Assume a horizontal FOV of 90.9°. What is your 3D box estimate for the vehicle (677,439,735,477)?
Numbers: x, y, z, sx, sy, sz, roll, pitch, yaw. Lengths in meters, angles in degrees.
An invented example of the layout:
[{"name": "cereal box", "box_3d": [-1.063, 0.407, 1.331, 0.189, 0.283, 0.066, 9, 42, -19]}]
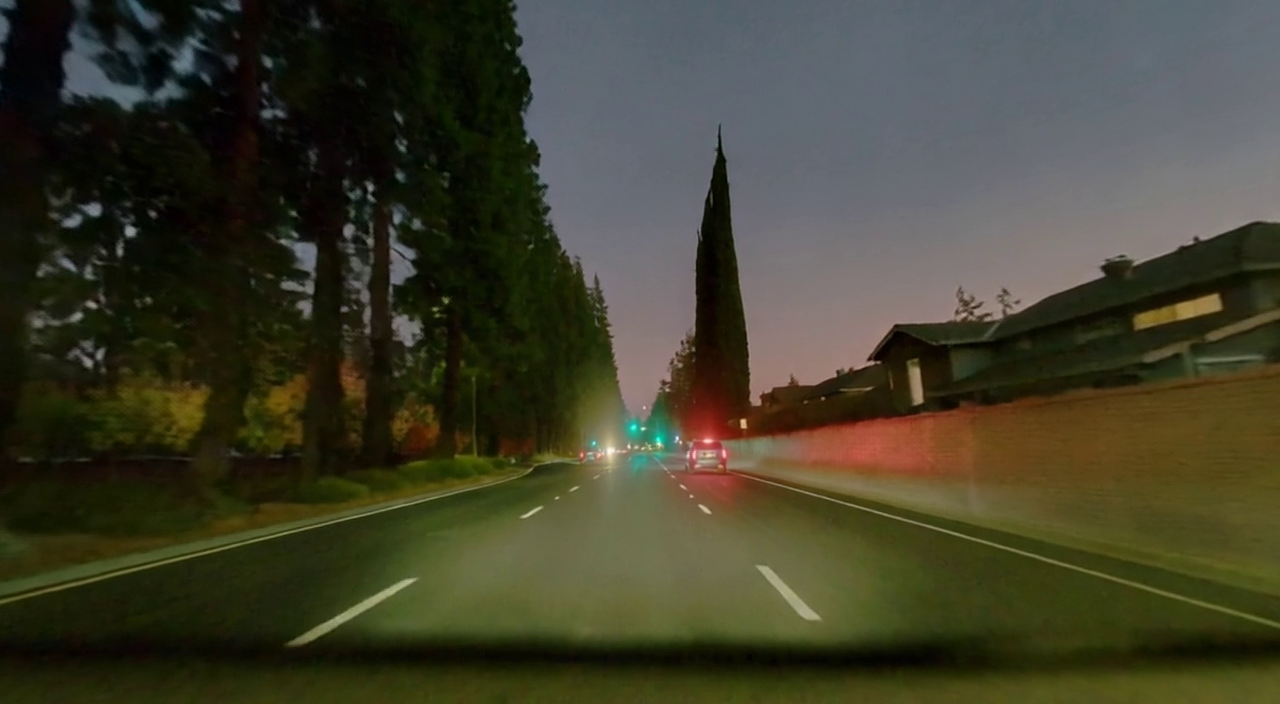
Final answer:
[{"name": "vehicle", "box_3d": [3.117, 5.143, 30.898, 2.321, 1.695, 5.037, 0, -8, 1]}]
